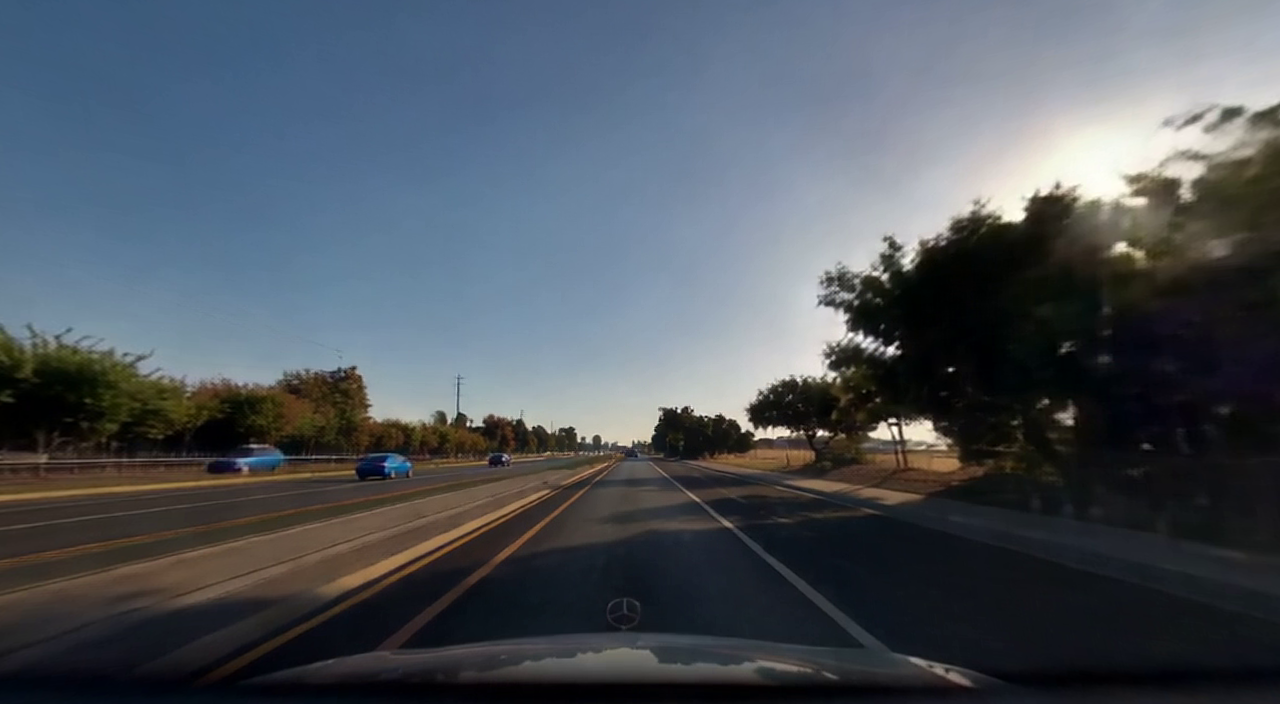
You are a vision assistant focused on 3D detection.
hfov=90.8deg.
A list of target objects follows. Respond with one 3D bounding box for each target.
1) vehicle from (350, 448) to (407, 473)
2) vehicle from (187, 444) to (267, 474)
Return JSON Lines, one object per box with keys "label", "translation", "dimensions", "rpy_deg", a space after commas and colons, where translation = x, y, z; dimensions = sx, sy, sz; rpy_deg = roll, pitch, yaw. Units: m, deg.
{"label": "vehicle", "translation": [-17.015, 7.070, 41.196], "dimensions": [1.955, 1.533, 4.097], "rpy_deg": [0, -9, 0]}
{"label": "vehicle", "translation": [-30.513, 7.900, 46.832], "dimensions": [2.204, 2.020, 5.494], "rpy_deg": [0, -9, 0]}
